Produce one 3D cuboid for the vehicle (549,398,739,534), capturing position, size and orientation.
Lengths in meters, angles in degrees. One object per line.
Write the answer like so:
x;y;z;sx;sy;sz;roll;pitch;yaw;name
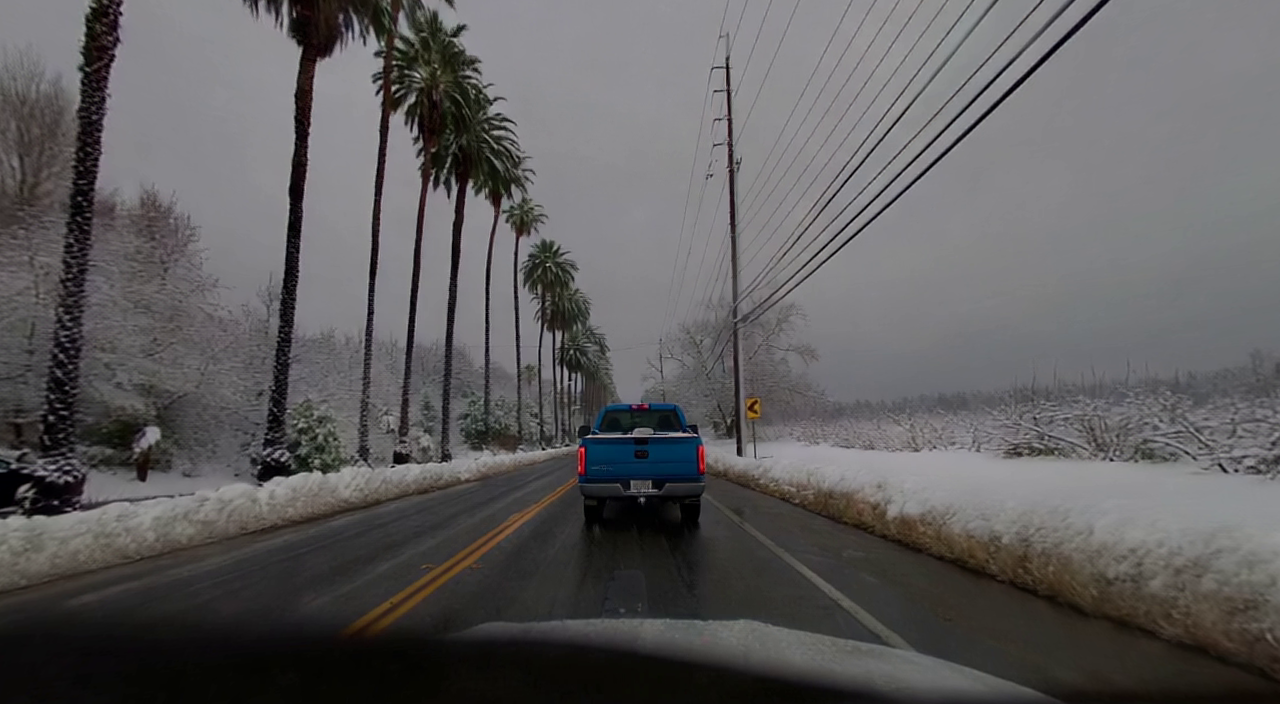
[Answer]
0.022;2.129;12.332;2.803;2.005;5.885;0;-8;-1;vehicle
